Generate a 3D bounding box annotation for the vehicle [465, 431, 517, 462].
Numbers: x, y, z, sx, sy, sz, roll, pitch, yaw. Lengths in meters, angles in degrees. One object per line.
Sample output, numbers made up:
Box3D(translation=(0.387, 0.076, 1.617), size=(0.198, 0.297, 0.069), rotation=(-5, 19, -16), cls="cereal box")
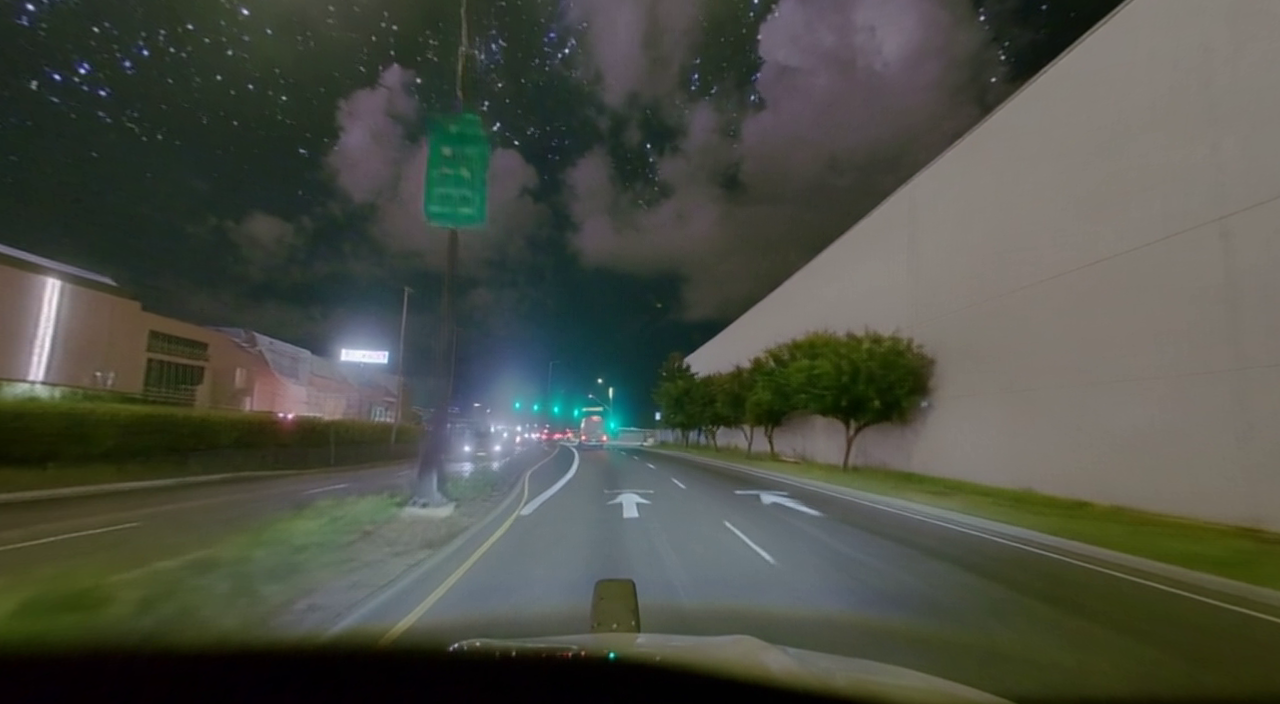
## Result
Box3D(translation=(-8.228, 5.266, 35.189), size=(2.120, 1.610, 3.917), rotation=(1, -8, -3), cls="vehicle")
